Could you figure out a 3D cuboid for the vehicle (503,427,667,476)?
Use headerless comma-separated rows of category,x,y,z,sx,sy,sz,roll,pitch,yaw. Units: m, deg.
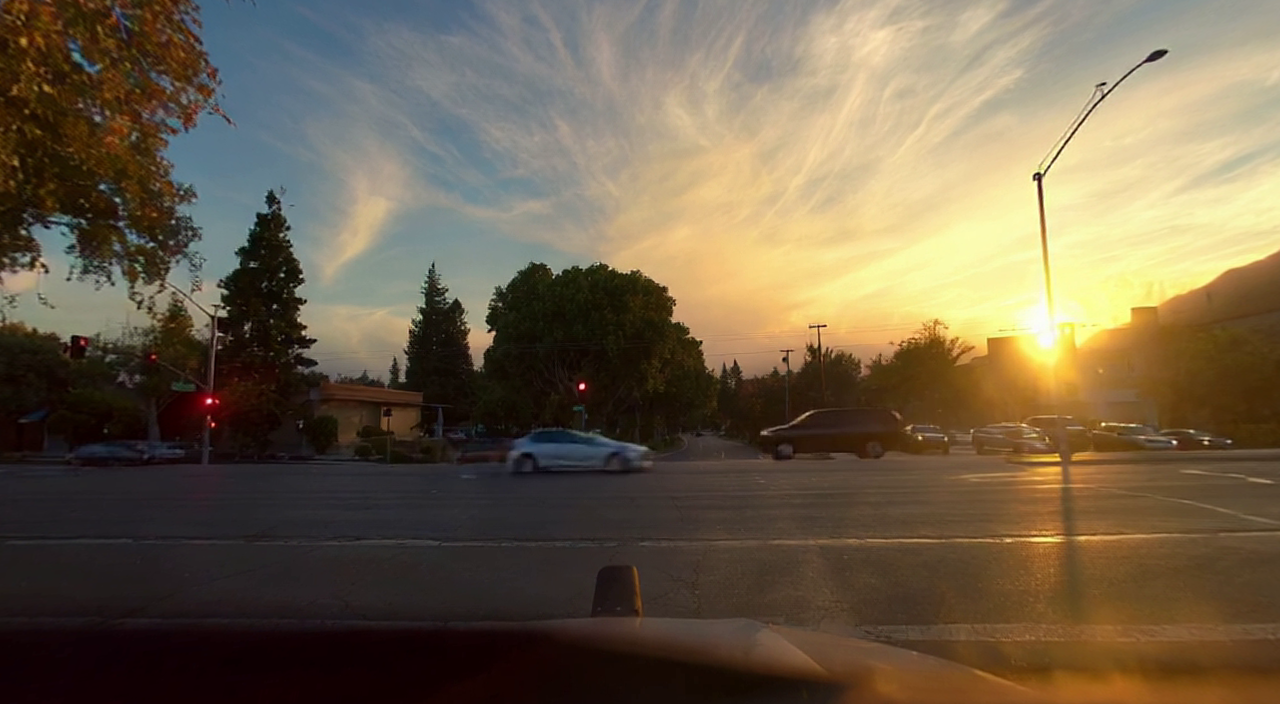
vehicle,-1.692,3.186,20.257,4.836,1.445,2.057,-2,-9,10

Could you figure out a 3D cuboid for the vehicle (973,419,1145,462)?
vehicle,15.024,3.217,22.943,4.749,1.461,1.892,-1,-9,9

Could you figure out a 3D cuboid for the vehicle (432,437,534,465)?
vehicle,-8.311,5.259,33.640,4.860,1.441,1.934,-2,-9,11

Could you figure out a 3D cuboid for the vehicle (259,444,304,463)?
vehicle,-28.055,7.917,49.536,2.235,1.417,4.272,3,-9,-19

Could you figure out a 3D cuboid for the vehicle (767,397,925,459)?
vehicle,11.014,4.203,34.580,7.790,3.197,2.653,-2,-9,10

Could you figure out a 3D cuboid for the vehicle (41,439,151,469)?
vehicle,-30.158,5.645,35.081,4.677,1.593,2.029,-2,-9,10
